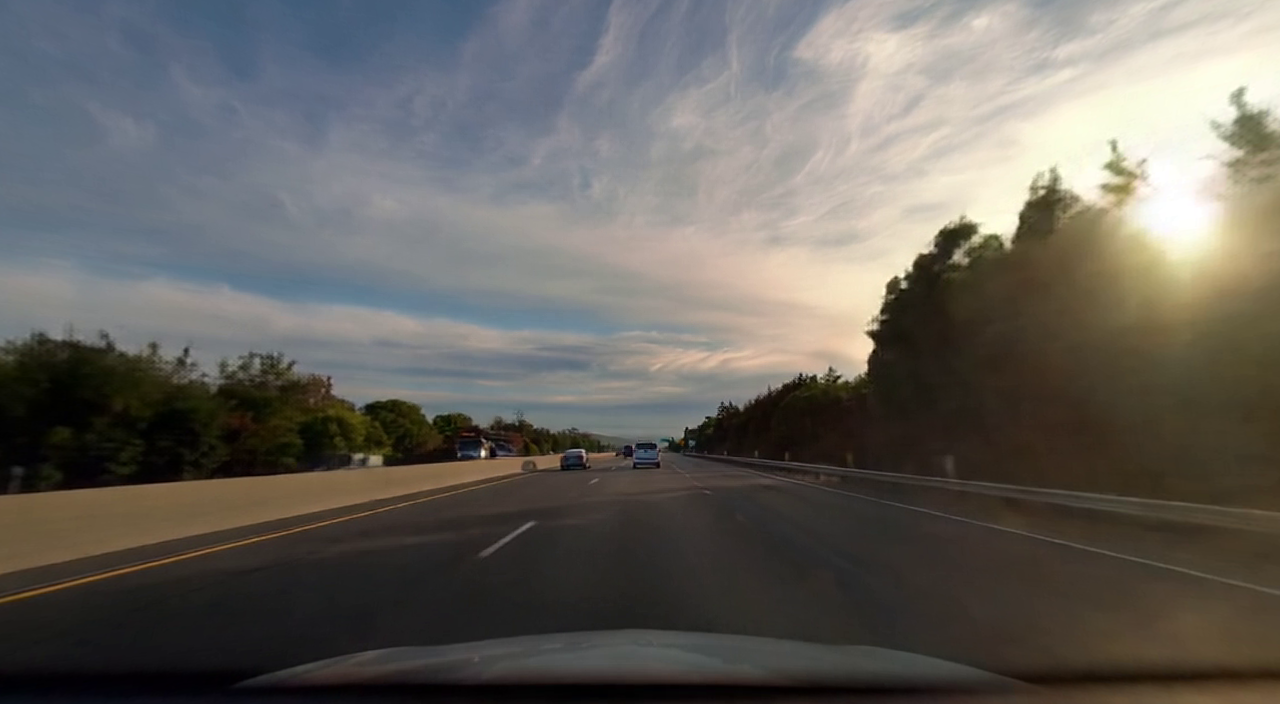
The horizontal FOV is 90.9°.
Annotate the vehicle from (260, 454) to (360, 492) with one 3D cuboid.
[{"bbox_3d":[-14.273,5.240,27.555,2.076,1.493,4.106,0,-9,2],"label":"vehicle"}]

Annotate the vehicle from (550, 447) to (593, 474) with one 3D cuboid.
[{"bbox_3d":[-3.869,6.246,36.388,1.998,1.460,4.422,0,-9,0],"label":"vehicle"}]

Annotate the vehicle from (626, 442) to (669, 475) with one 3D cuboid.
[{"bbox_3d":[0.388,5.733,34.082,2.172,1.687,3.929,0,-9,0],"label":"vehicle"}]
